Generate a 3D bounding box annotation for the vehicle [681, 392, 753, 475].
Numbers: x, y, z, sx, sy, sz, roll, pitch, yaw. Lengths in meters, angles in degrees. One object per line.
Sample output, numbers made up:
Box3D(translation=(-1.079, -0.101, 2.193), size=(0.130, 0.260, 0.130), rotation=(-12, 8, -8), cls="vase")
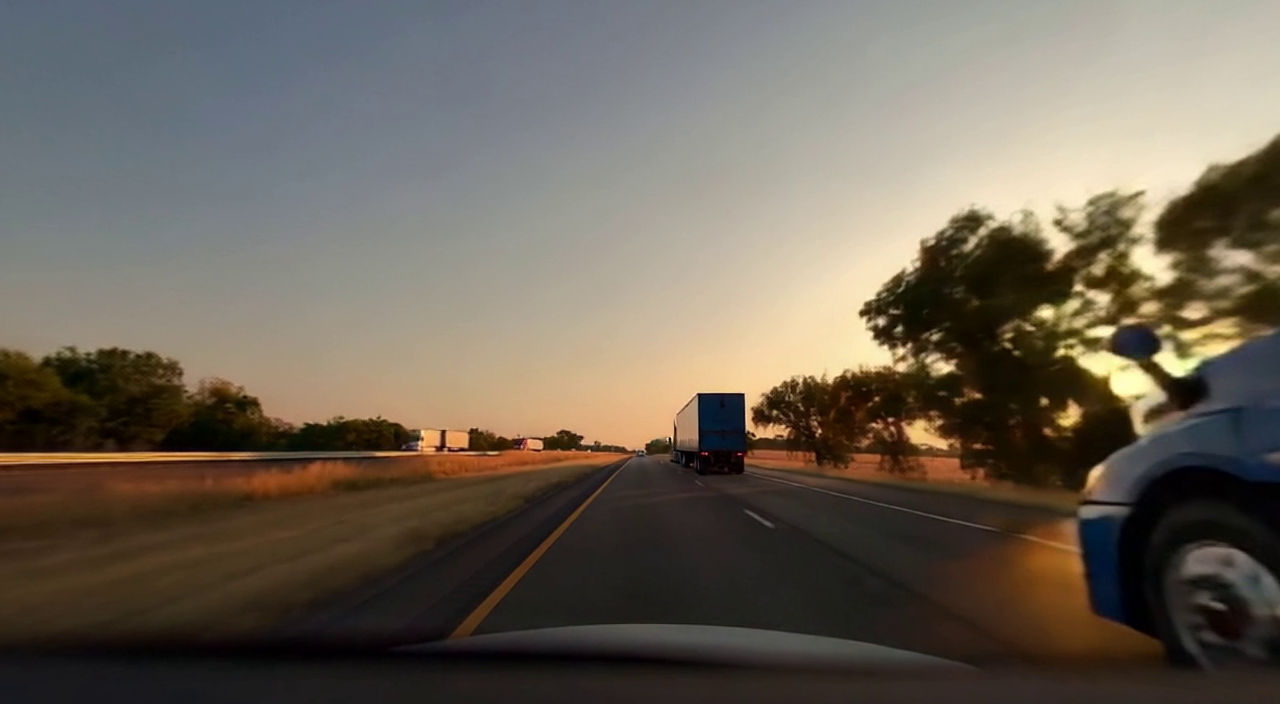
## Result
Box3D(translation=(4.321, 5.114, 38.567), size=(2.818, 4.206, 12.987), rotation=(0, -9, 0), cls="vehicle")
